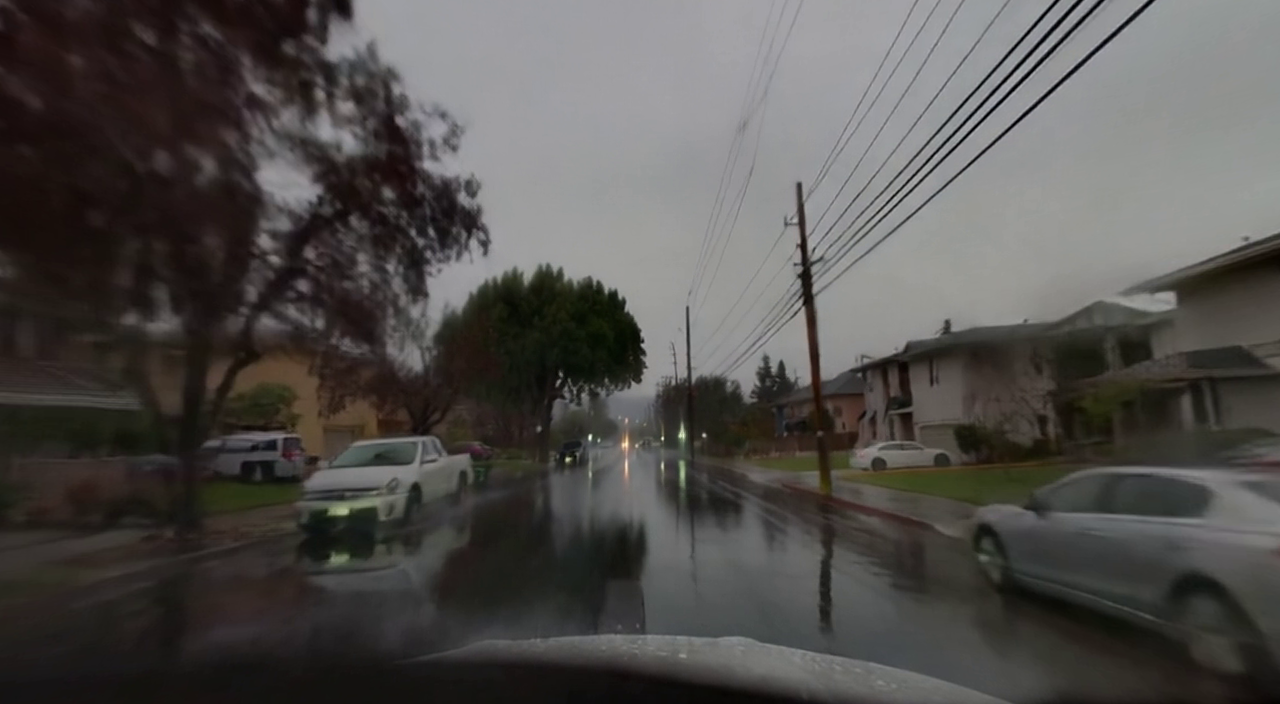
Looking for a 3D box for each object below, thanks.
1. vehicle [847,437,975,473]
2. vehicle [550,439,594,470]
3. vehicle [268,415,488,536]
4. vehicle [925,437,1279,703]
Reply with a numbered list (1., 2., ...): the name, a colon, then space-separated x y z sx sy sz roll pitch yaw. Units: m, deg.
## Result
1. vehicle: 11.990 4.579 28.217 4.700 1.441 2.167 -1 -8 -1
2. vehicle: -4.253 6.430 40.013 2.207 1.669 4.363 -3 -7 1
3. vehicle: -4.643 2.232 12.300 2.164 1.810 5.044 1 -7 -1
4. vehicle: 4.452 1.458 5.093 2.094 1.490 4.739 0 -8 0
